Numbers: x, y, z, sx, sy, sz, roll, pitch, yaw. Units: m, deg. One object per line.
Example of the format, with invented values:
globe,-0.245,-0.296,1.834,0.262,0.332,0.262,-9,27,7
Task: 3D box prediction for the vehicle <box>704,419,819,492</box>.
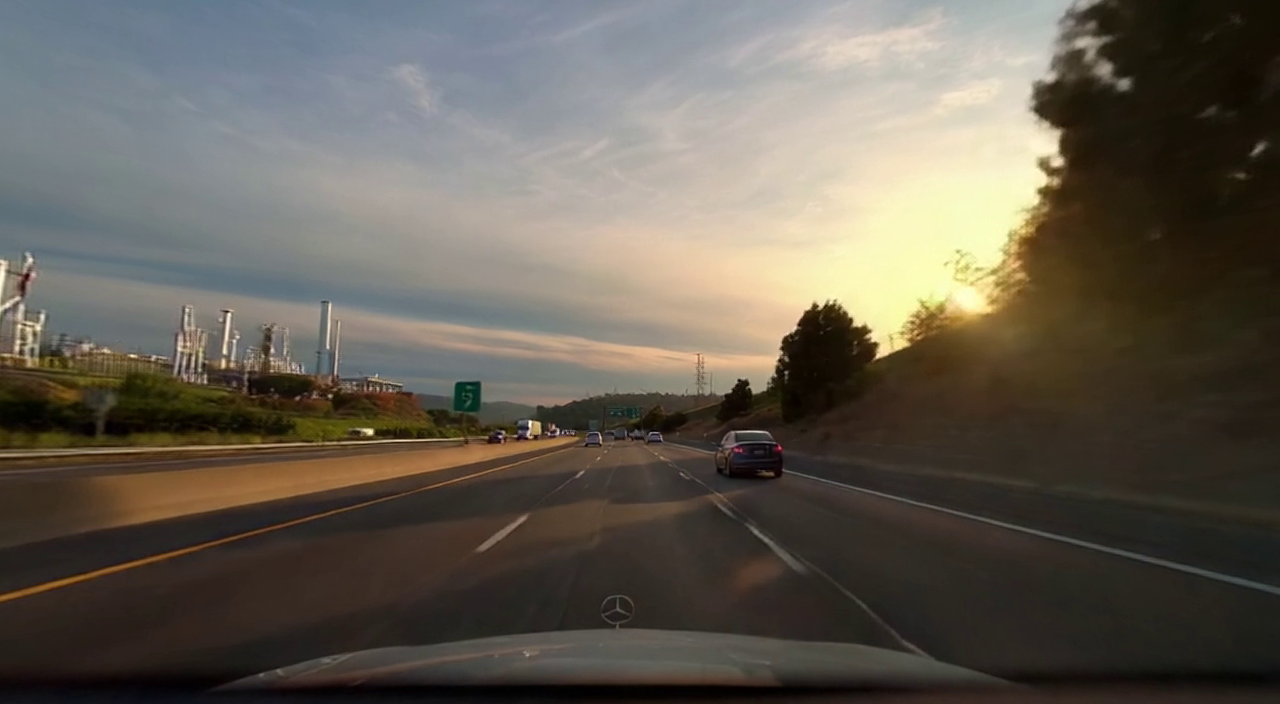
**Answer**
vehicle,2.962,2.646,16.423,2.022,1.637,4.229,0,-8,-2
